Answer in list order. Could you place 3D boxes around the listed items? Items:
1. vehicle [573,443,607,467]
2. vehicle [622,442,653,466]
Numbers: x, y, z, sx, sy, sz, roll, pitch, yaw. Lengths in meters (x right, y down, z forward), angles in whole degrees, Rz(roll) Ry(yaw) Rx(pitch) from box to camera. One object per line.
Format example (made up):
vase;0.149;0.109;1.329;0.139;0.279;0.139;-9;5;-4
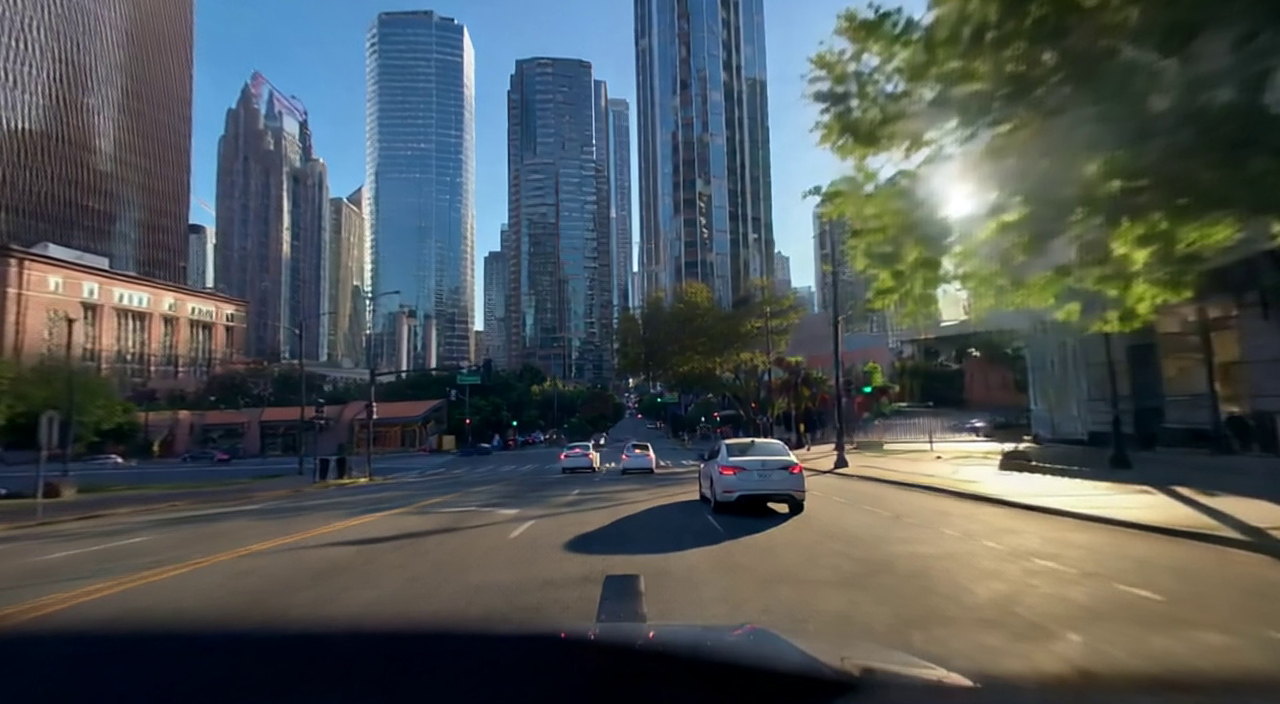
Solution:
vehicle;-3.353;7.010;43.233;1.995;1.479;4.627;0;-8;0
vehicle;-0.159;6.781;42.218;2.016;1.478;3.795;0;-8;0
